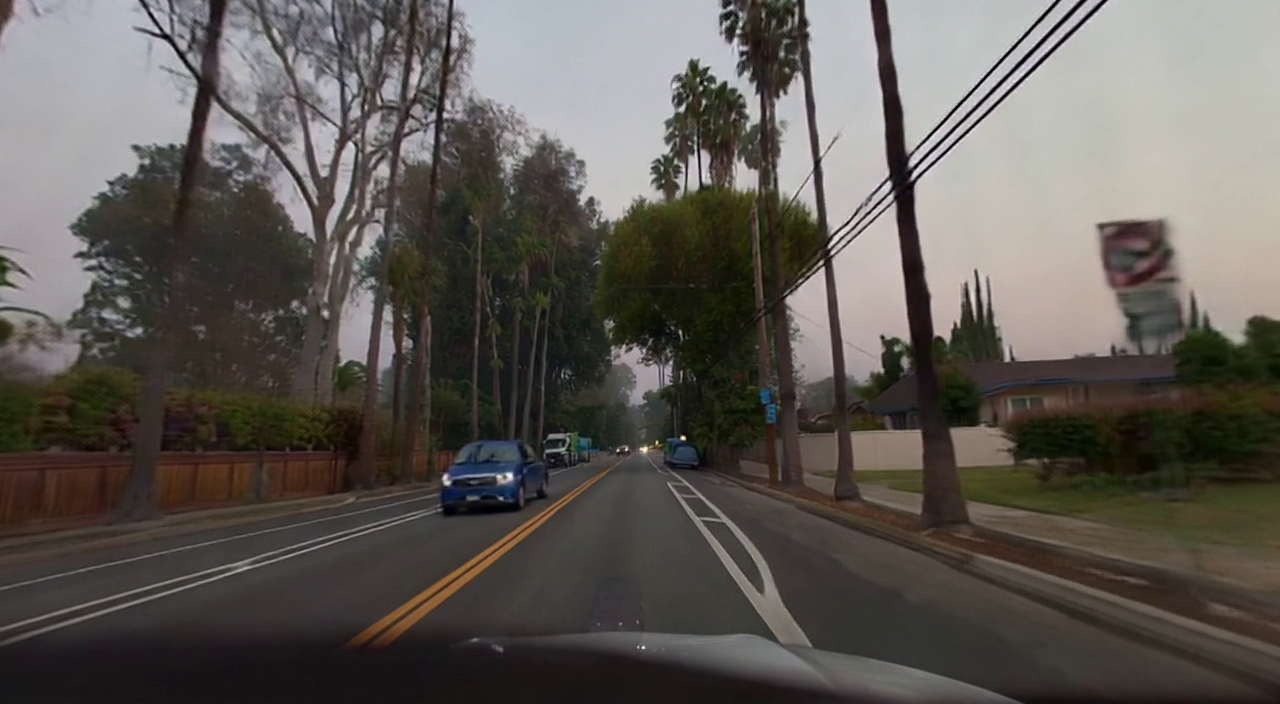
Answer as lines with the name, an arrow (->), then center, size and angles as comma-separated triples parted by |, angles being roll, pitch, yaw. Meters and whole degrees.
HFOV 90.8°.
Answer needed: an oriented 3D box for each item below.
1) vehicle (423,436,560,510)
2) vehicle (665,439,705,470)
vehicle -> -3.750, 3.183, 17.264 | 2.336, 1.669, 5.581 | 0, -9, 1
vehicle -> 2.885, 6.740, 41.692 | 2.168, 1.851, 4.861 | 0, -9, -1
